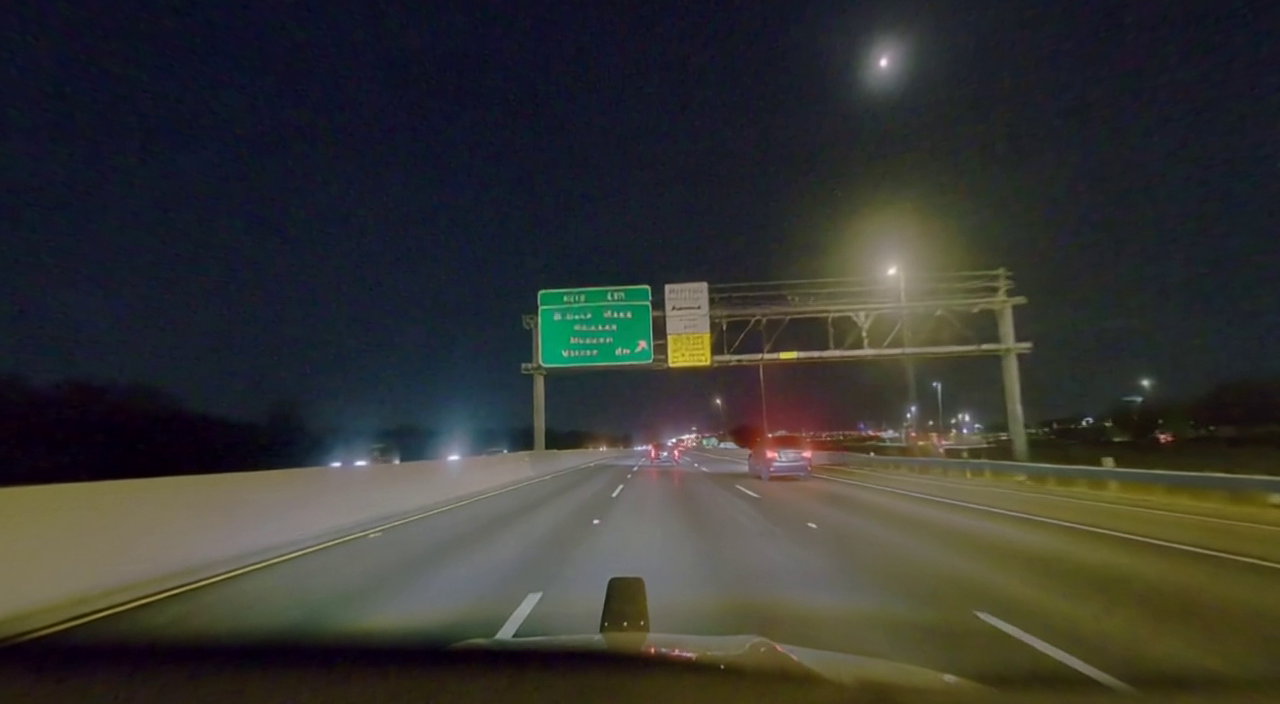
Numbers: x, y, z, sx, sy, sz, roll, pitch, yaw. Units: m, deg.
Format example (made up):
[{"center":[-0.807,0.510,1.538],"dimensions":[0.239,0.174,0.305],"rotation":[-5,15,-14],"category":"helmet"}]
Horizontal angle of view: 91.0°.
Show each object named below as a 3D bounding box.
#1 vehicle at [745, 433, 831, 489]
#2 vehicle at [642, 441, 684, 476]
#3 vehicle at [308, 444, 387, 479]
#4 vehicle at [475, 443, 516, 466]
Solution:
[{"center":[4.575,3.412,20.081],"dimensions":[1.770,1.566,4.282],"rotation":[0,-8,1],"category":"vehicle"},{"center":[0.971,4.553,27.183],"dimensions":[1.683,1.400,3.868],"rotation":[0,-8,1],"category":"vehicle"},{"center":[-14.879,5.581,32.263],"dimensions":[1.894,1.632,4.208],"rotation":[-1,-8,2],"category":"vehicle"},{"center":[-10.504,7.478,46.068],"dimensions":[1.904,1.548,4.097],"rotation":[0,-8,2],"category":"vehicle"}]
